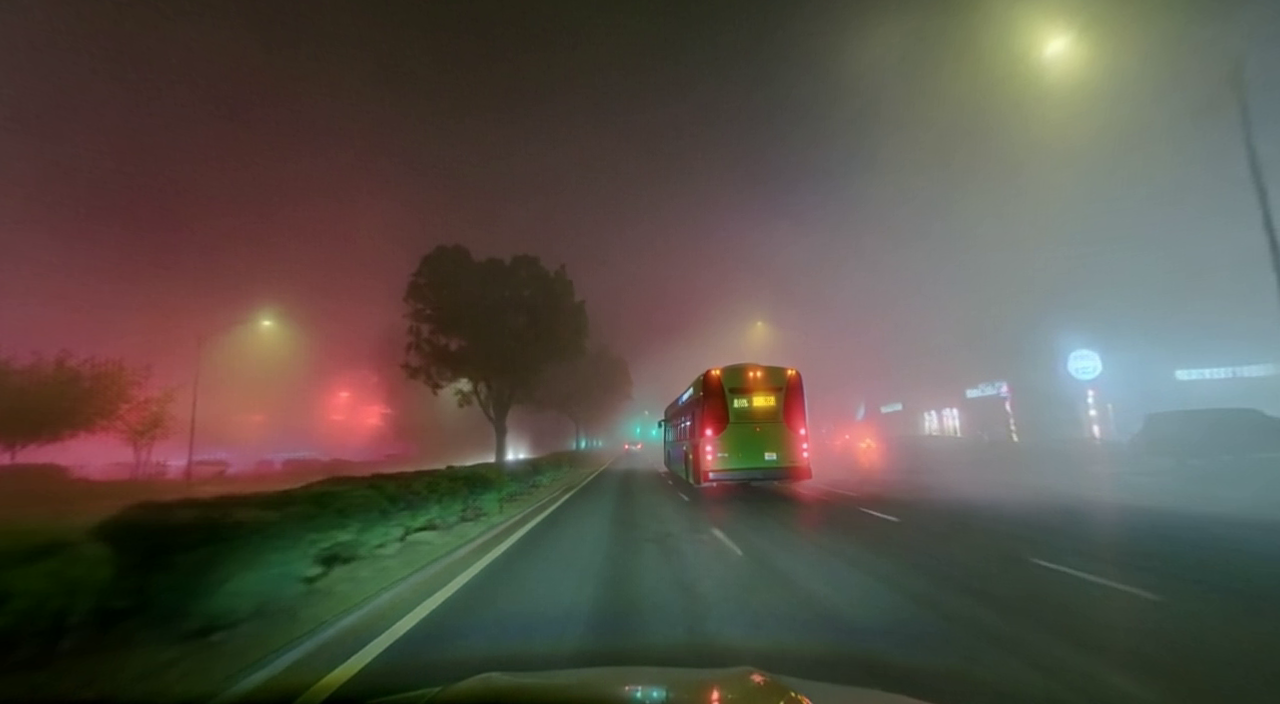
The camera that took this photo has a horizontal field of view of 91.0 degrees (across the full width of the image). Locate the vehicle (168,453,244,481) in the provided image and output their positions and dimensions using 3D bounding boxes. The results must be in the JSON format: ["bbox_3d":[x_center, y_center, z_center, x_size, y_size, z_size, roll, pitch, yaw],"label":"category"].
[{"bbox_3d":[-32.142,8.502,46.818,2.119,1.714,4.993,-2,-8,0],"label":"vehicle"}]

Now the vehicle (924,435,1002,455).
[{"bbox_3d":[23.854,6.876,46.591,4.659,1.434,1.900,-1,-8,2],"label":"vehicle"}]

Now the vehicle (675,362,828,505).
[{"bbox_3d":[2.824,2.543,19.278,2.766,3.306,9.281,0,-8,-1],"label":"vehicle"}]
